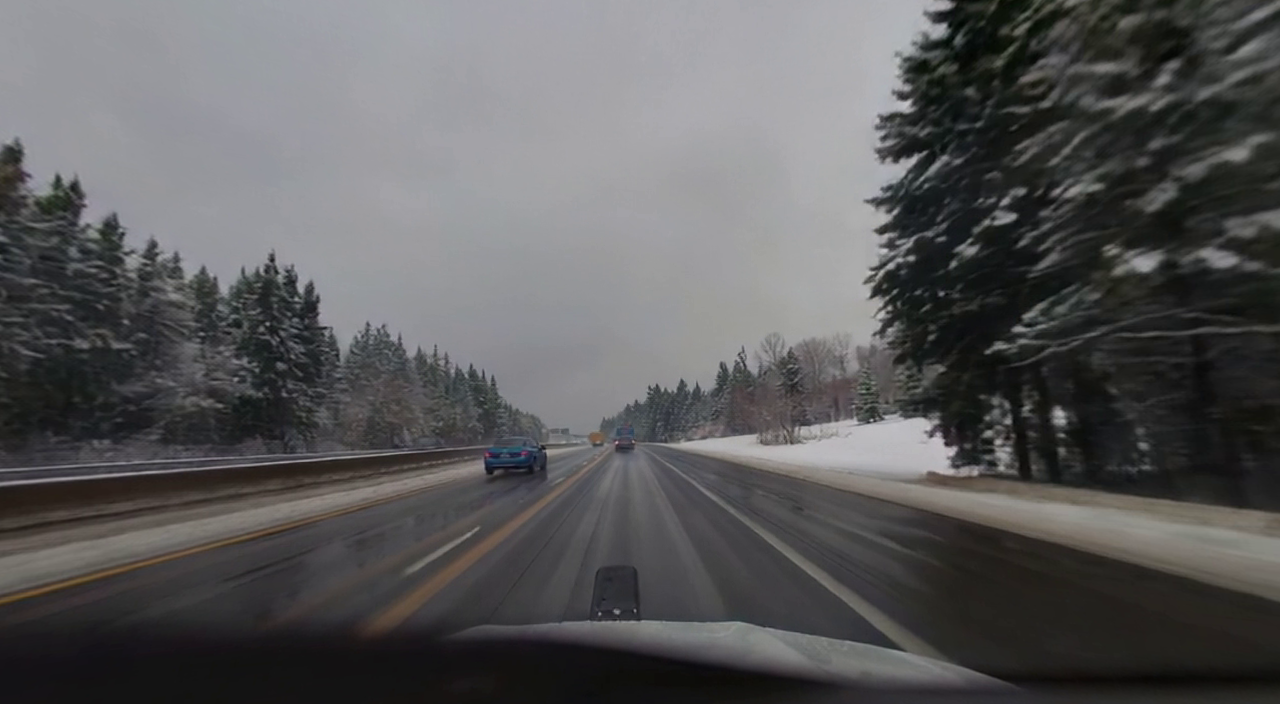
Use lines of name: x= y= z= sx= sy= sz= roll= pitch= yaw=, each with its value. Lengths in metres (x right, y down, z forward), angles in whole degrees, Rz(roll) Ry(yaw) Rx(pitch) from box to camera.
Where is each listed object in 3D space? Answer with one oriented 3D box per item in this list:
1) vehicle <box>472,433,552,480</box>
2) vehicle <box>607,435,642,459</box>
vehicle: x=-4.274 y=3.534 z=21.650 sx=1.907 sy=1.445 sz=4.049 roll=0 pitch=-8 yaw=0
vehicle: x=-0.972 y=6.154 z=41.098 sx=2.162 sy=1.460 sz=4.242 roll=0 pitch=-8 yaw=0
